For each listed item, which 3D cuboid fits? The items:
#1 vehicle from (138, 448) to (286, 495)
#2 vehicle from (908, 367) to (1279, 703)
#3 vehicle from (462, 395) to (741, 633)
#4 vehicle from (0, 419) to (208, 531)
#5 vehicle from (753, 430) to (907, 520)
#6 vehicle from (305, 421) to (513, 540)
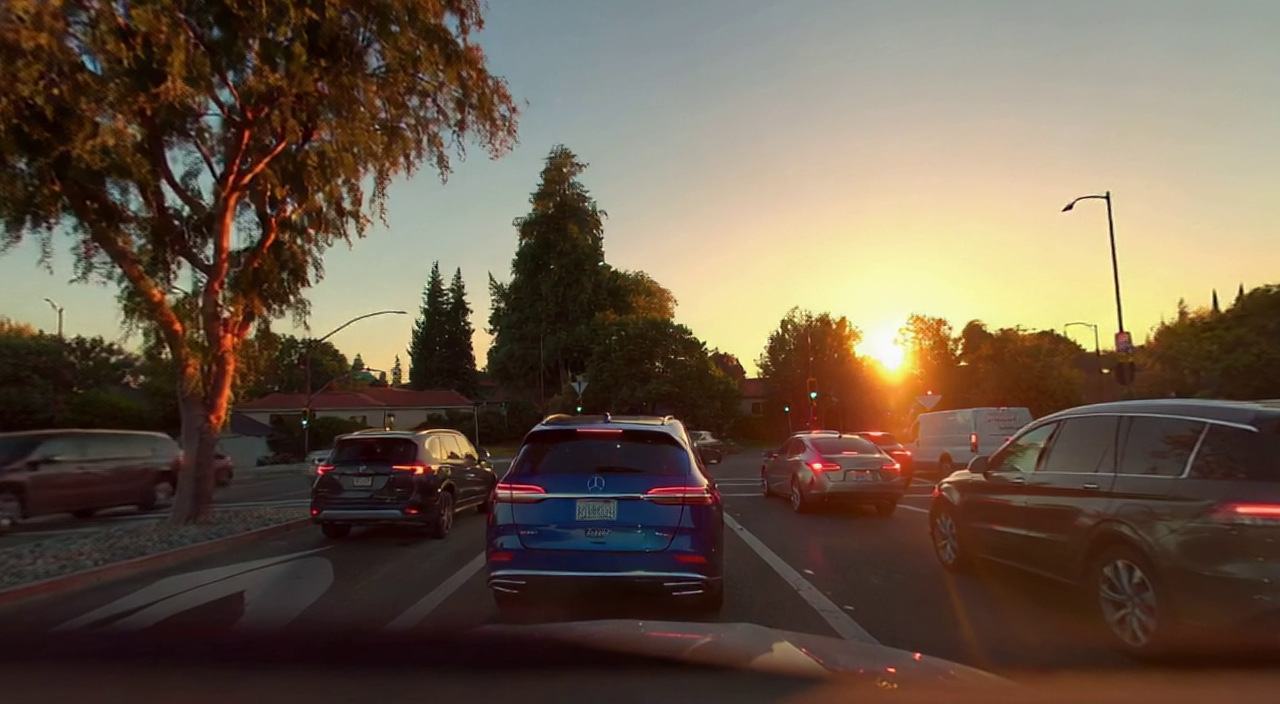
[{"bbox_3d":[-15.743,4.386,23.642,2.057,1.540,4.884,0,-8,1],"label":"vehicle"},{"bbox_3d":[4.153,1.264,5.339,2.014,1.740,4.515,-1,-8,4],"label":"vehicle"},{"bbox_3d":[-0.160,1.471,6.691,2.022,1.700,4.084,0,-8,4],"label":"vehicle"},{"bbox_3d":[-12.223,2.394,12.663,2.276,1.926,6.686,0,-8,1],"label":"vehicle"},{"bbox_3d":[3.663,2.428,12.951,1.847,1.554,3.885,0,-8,-1],"label":"vehicle"},{"bbox_3d":[-3.767,2.169,11.279,2.012,1.701,4.316,0,-8,1],"label":"vehicle"}]
